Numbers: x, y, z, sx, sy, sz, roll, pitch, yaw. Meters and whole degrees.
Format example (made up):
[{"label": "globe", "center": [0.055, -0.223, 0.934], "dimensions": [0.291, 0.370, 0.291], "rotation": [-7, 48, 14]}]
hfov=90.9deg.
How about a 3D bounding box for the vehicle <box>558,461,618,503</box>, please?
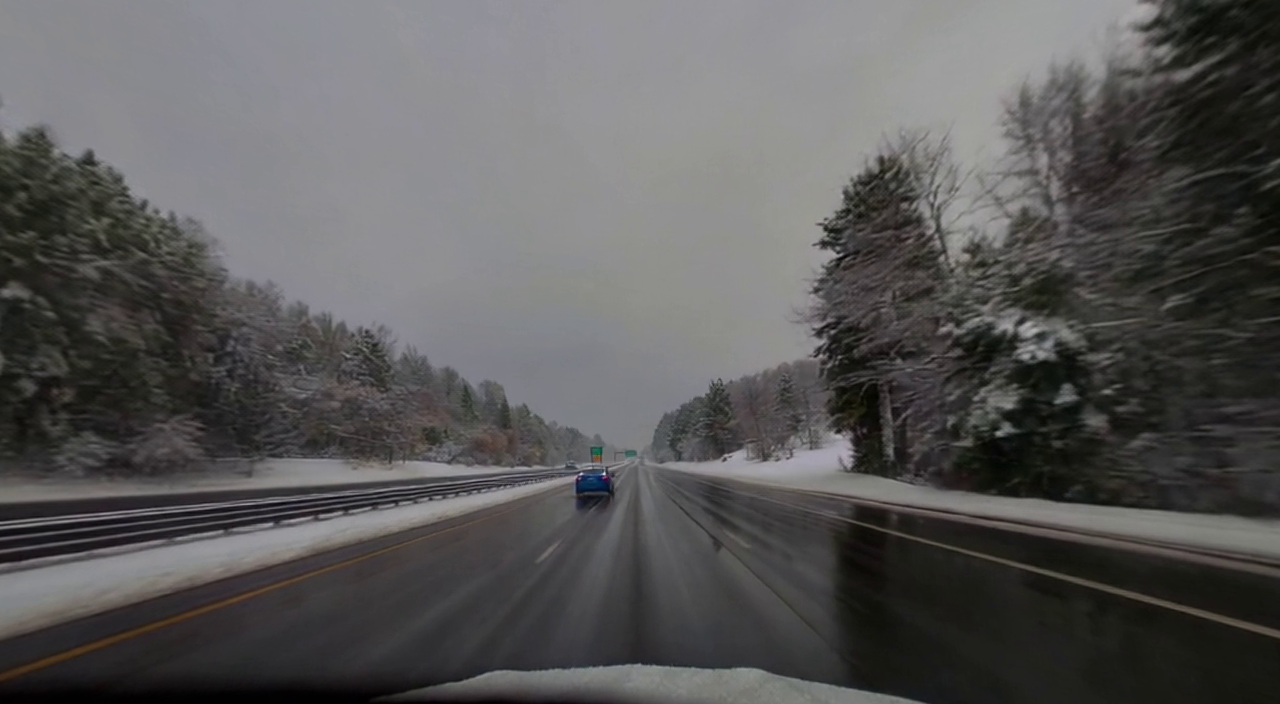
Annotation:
[{"label": "vehicle", "center": [-2.066, 5.311, 25.996], "dimensions": [2.016, 1.530, 4.009], "rotation": [1, -10, 1]}]
